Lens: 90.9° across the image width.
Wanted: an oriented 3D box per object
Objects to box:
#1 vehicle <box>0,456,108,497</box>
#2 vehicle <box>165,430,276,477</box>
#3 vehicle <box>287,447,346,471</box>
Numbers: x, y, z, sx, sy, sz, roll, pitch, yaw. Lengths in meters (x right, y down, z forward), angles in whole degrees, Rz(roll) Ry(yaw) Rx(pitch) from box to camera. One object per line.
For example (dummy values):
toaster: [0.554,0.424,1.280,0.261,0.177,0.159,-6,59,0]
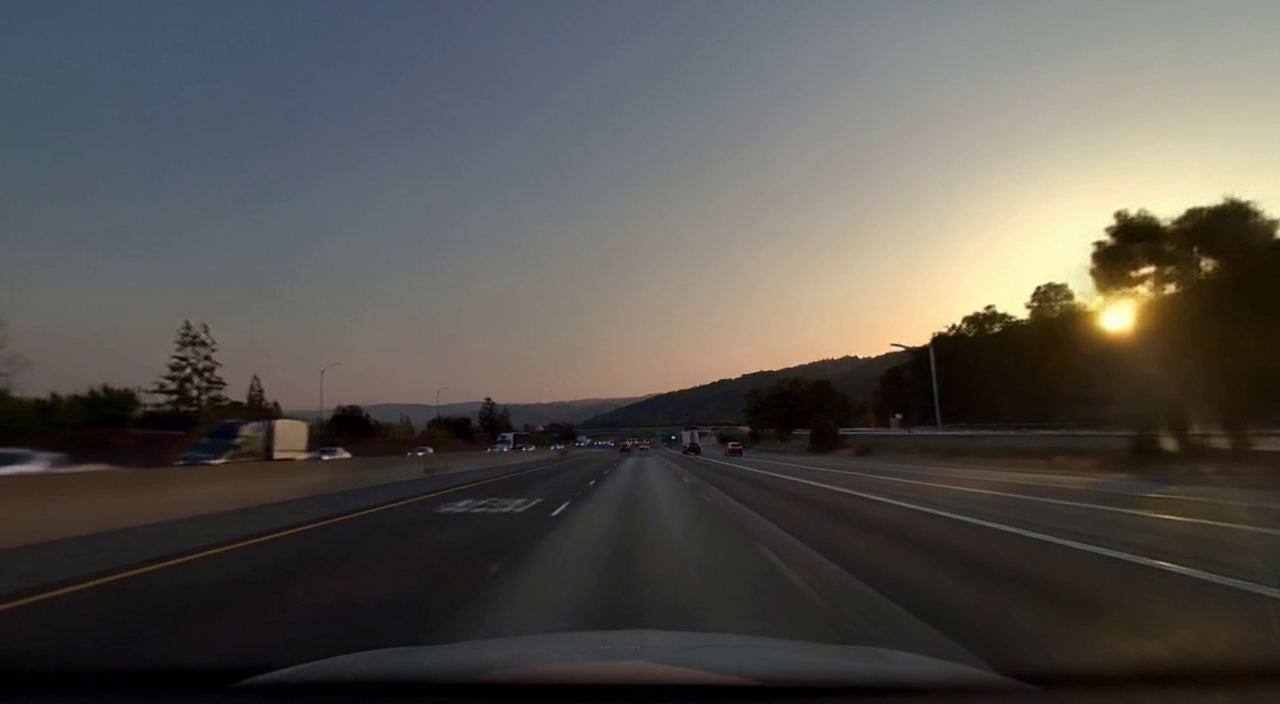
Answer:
vehicle: [-24.751,5.068,25.989,1.756,1.434,4.451,0,-8,0]
vehicle: [-31.953,7.761,48.619,2.835,3.223,8.210,0,-8,0]
vehicle: [-24.825,8.189,48.597,2.027,1.748,4.760,0,-8,0]
